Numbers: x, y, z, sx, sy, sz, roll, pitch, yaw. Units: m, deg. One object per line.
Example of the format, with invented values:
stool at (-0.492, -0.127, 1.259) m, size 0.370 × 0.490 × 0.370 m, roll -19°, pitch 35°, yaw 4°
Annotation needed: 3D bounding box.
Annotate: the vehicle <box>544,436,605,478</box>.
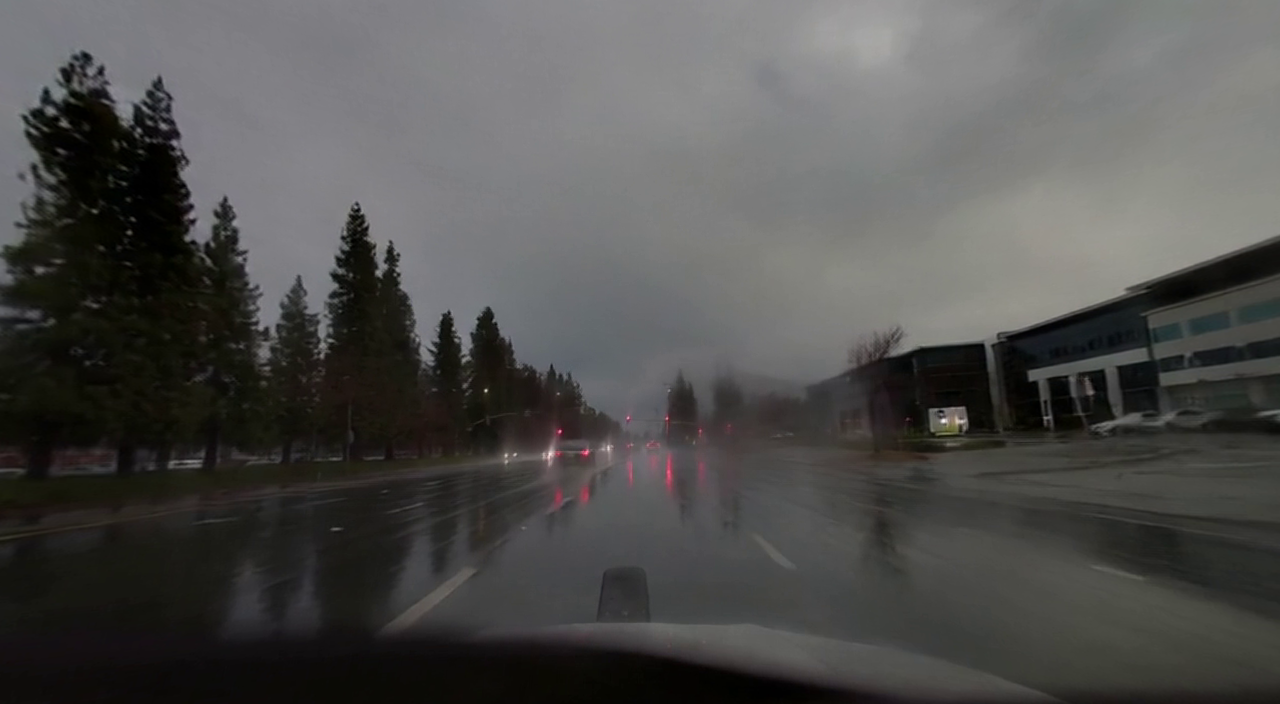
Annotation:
vehicle at (-2.744, 4.548, 27.652) m, size 2.121 × 1.656 × 4.559 m, roll 0°, pitch -8°, yaw 1°
